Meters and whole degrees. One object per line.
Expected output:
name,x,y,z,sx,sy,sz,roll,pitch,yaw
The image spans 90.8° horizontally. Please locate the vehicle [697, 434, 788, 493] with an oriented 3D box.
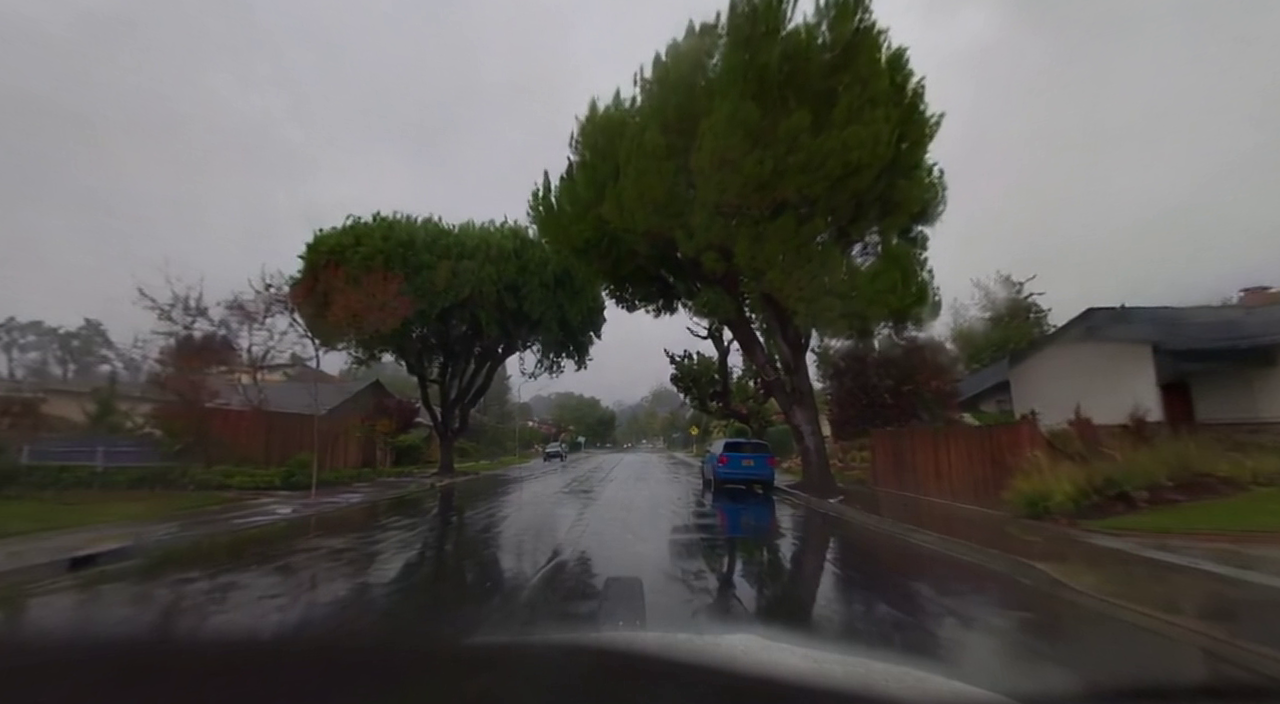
vehicle,3.069,3.433,19.770,2.114,1.633,4.042,0,-8,-1
